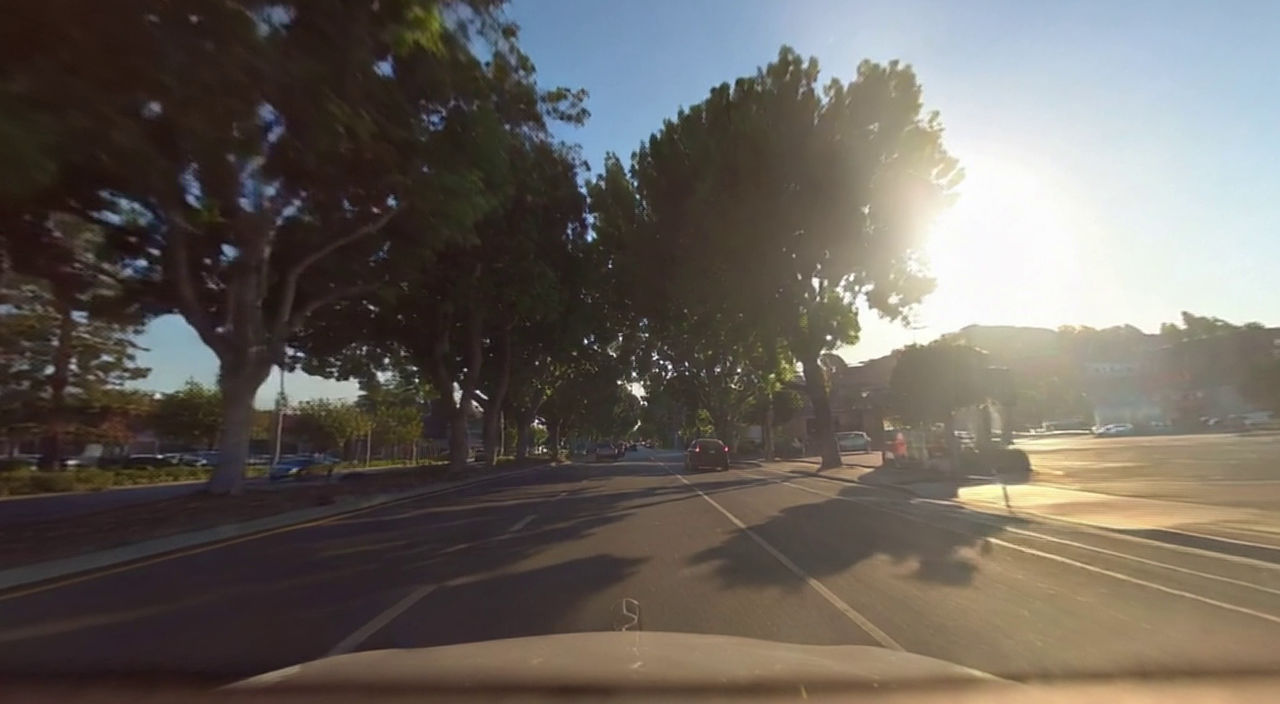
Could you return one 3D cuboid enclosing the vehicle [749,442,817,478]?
[{"bbox_3d":[6.581,5.007,29.544,1.948,1.526,4.641,0,-8,-2],"label":"vehicle"}]

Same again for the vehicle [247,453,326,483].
[{"bbox_3d":[-19.730,6.453,35.347,1.875,1.475,4.433,0,-8,-1],"label":"vehicle"}]

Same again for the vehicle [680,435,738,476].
[{"bbox_3d":[3.122,4.782,29.345,2.083,1.743,4.354,0,-8,-1],"label":"vehicle"}]

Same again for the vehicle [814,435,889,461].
[{"bbox_3d":[15.392,6.963,45.850,4.659,1.739,2.147,-7,-11,41],"label":"vehicle"}]
